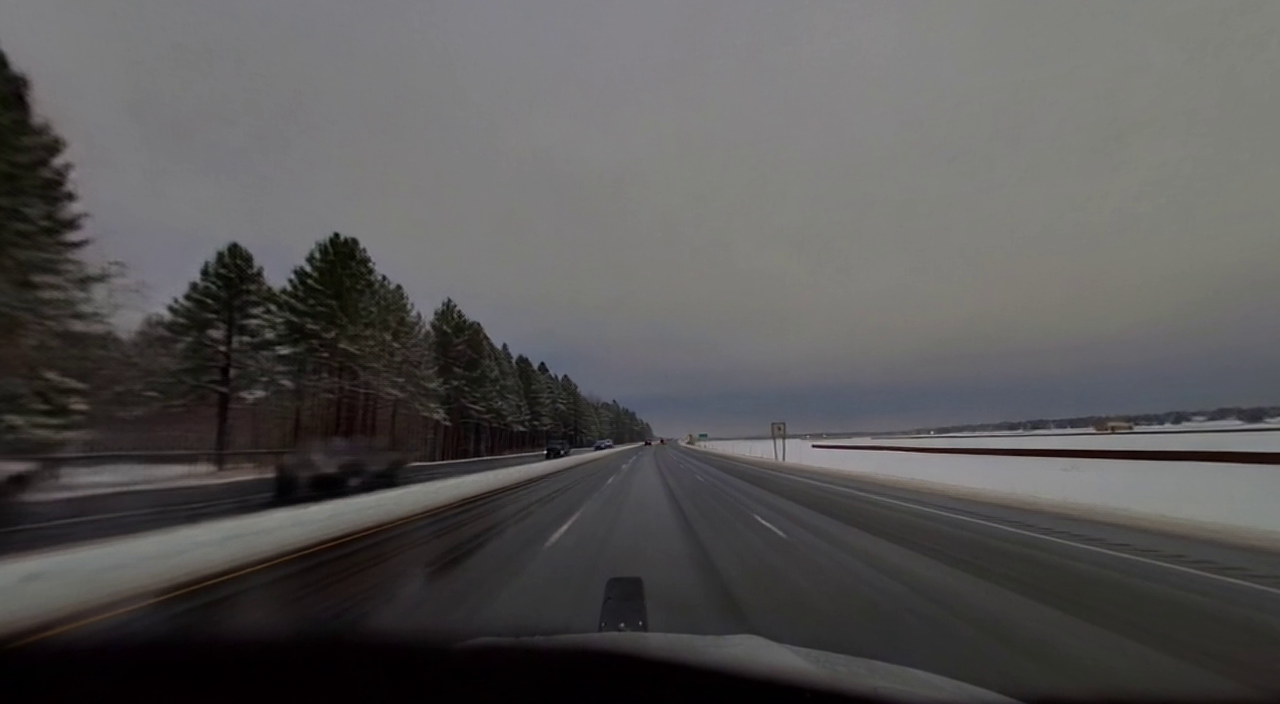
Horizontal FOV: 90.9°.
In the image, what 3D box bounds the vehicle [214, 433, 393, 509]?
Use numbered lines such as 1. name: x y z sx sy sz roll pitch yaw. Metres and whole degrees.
1. vehicle: -8.624 3.073 16.827 2.113 1.697 4.718 0 -8 1
